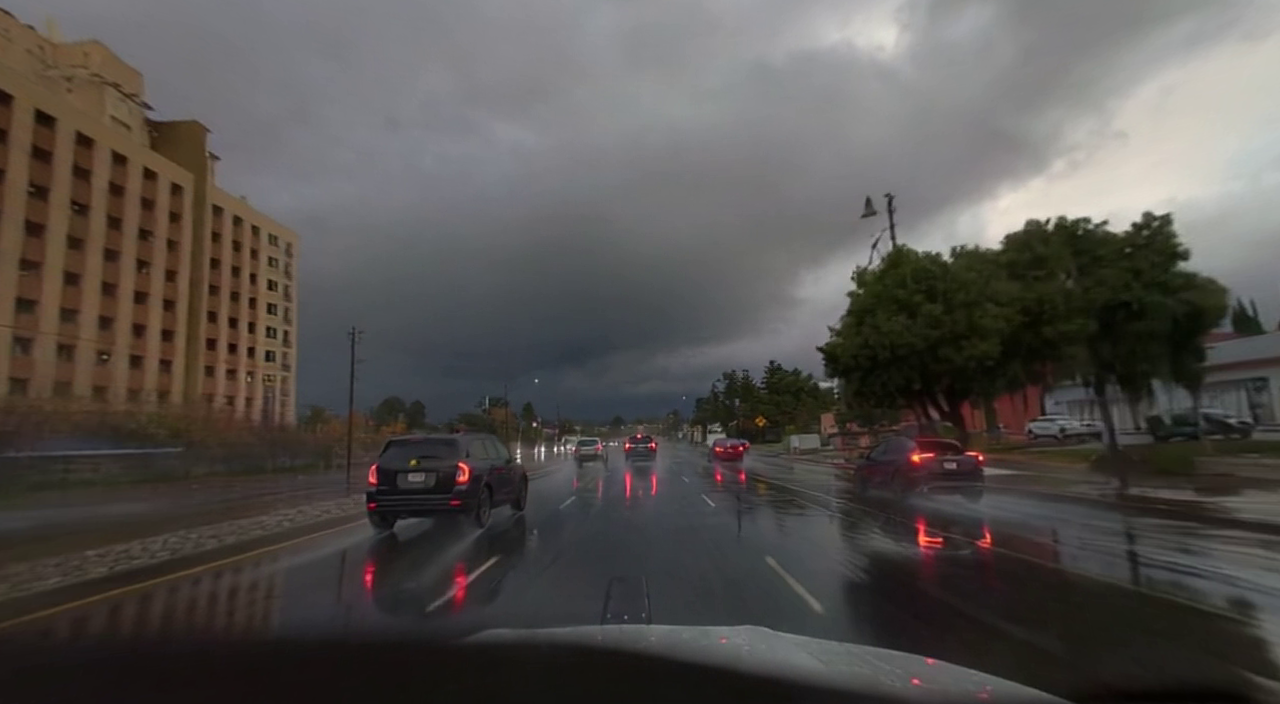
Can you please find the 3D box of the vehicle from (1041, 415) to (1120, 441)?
[{"bbox_3d":[26.421,4.592,37.763,4.692,1.475,2.038,5,-10,-31],"label":"vehicle"}]

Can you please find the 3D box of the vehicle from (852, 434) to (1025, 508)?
[{"bbox_3d":[6.828,2.760,15.097,1.865,1.458,4.605,0,-8,-1],"label":"vehicle"}]

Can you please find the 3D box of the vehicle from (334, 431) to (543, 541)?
[{"bbox_3d":[-3.123,2.179,10.942,2.095,1.486,4.411,-1,-8,1],"label":"vehicle"}]

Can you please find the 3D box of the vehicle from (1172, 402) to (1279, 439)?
[{"bbox_3d":[26.056,3.087,27.901,4.674,1.489,2.008,4,-9,-27],"label":"vehicle"}]

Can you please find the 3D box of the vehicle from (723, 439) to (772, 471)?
[{"bbox_3d":[5.249,5.077,31.180,1.884,1.458,4.245,-1,-8,3],"label":"vehicle"}]

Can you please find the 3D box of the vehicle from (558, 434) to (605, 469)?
[{"bbox_3d":[-3.202,5.584,35.543,2.117,1.799,4.442,-1,-8,1],"label":"vehicle"}]

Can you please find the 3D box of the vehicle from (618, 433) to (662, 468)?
[{"bbox_3d":[0.037,5.566,35.709,2.304,1.795,4.526,-1,-8,1],"label":"vehicle"}]
